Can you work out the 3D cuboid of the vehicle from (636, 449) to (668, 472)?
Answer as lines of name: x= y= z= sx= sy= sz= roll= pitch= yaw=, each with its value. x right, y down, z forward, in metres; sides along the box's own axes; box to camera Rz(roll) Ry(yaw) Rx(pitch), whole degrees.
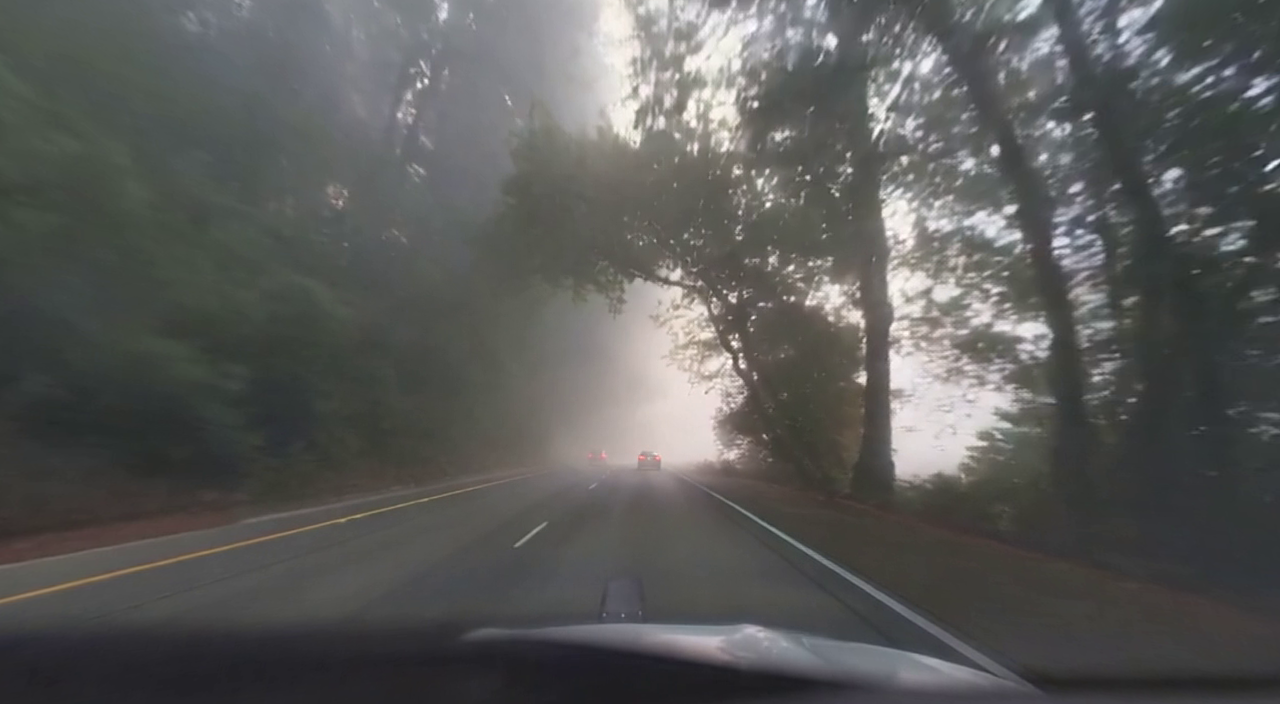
vehicle: x=0.758 y=7.231 z=42.202 sx=2.046 sy=1.452 sz=4.407 roll=0 pitch=-9 yaw=0
